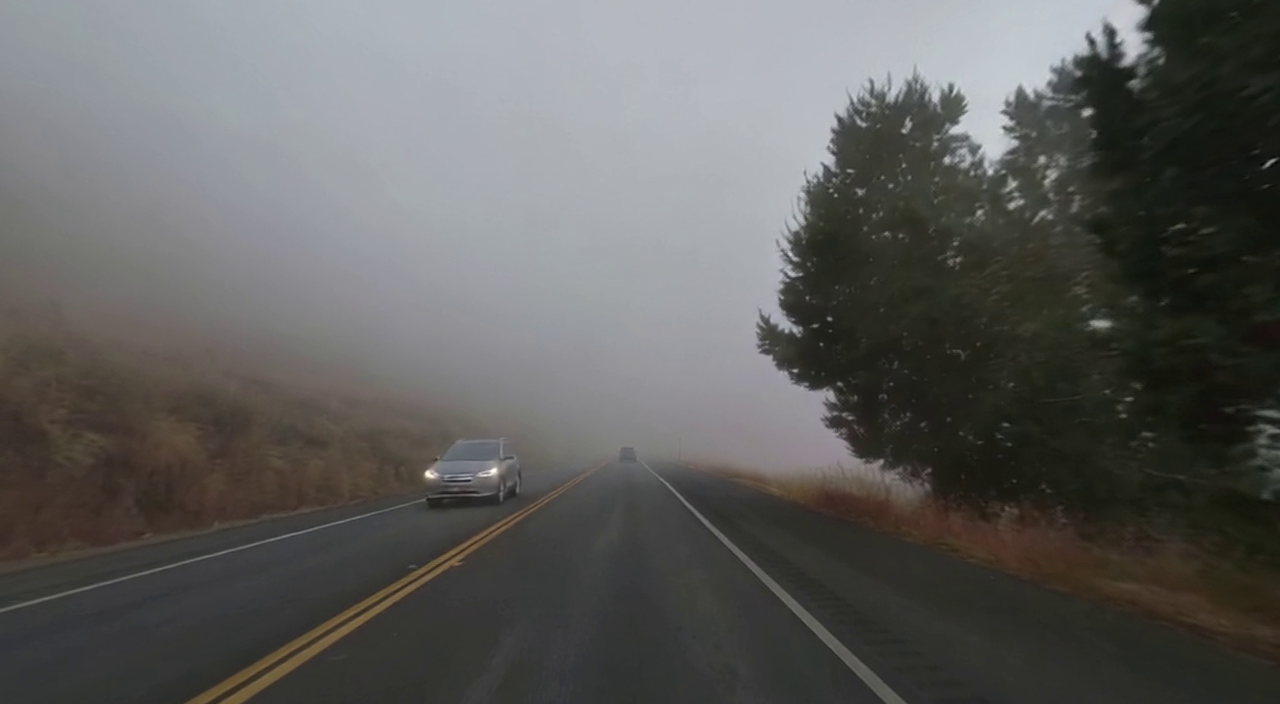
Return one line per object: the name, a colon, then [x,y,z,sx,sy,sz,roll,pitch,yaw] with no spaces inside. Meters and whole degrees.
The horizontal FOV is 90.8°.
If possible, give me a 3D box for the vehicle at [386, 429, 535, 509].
vehicle: [-4.564,3.080,17.041,2.695,1.840,4.689,0,-9,-1]
